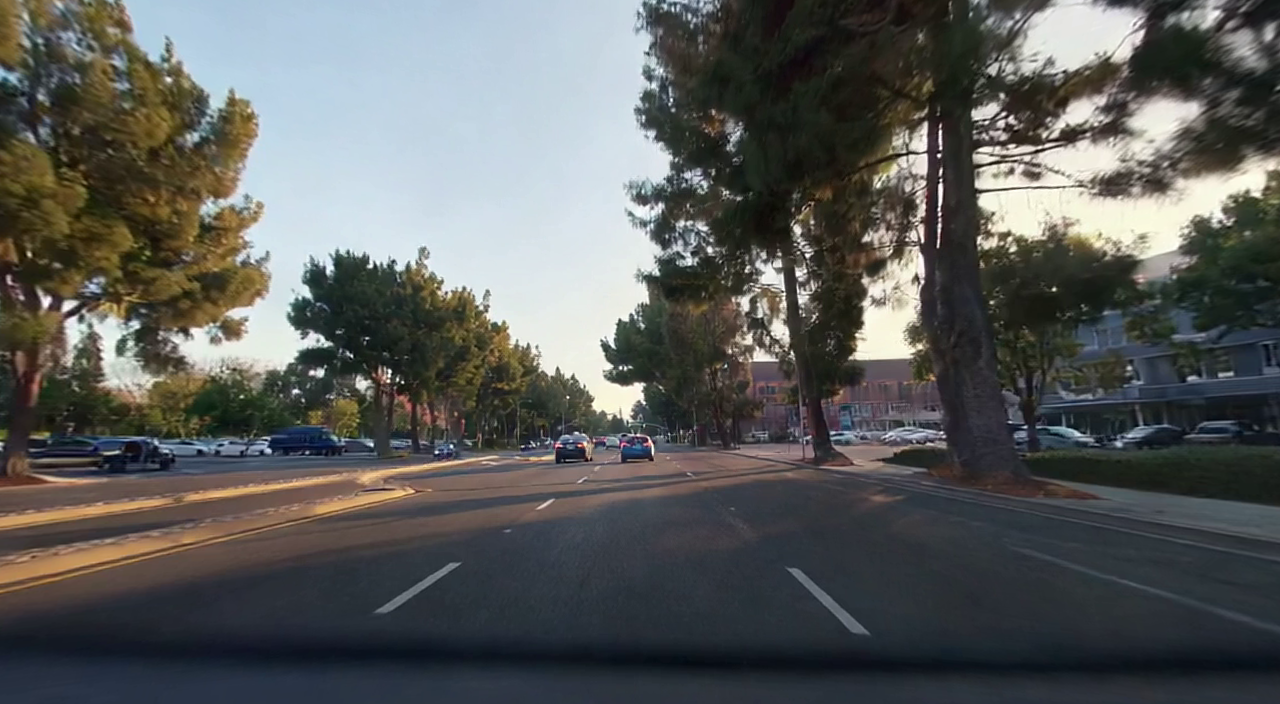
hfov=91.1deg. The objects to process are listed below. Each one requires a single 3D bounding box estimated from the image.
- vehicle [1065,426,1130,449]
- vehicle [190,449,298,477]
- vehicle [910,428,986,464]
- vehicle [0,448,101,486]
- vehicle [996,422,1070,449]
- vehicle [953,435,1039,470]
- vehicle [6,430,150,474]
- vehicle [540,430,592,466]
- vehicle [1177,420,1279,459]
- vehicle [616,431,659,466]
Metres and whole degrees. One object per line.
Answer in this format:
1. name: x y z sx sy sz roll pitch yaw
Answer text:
1. vehicle: 35.071 6.600 48.224 1.903 1.630 3.895 0 -8 -1
2. vehicle: -21.804 6.103 34.799 2.026 1.425 4.595 -4 -9 26
3. vehicle: 14.813 4.485 30.100 1.944 1.595 4.090 -8 -12 44
4. vehicle: -28.205 5.294 29.192 4.578 1.662 2.064 -1 -9 8
5. vehicle: 30.483 6.563 48.911 2.225 1.995 5.253 0 -8 -1
6. vehicle: 14.864 4.153 26.135 3.703 1.353 1.993 8 -11 -42
7. vehicle: -35.410 6.286 39.674 6.696 2.642 2.566 0 -8 4
8. vehicle: -3.772 5.004 32.835 2.113 1.713 4.422 0 -8 1
9. vehicle: 33.382 4.737 34.579 2.214 1.871 5.919 -1 -6 -3
10. vehicle: -0.103 4.882 31.884 2.042 1.641 4.187 0 -8 0
